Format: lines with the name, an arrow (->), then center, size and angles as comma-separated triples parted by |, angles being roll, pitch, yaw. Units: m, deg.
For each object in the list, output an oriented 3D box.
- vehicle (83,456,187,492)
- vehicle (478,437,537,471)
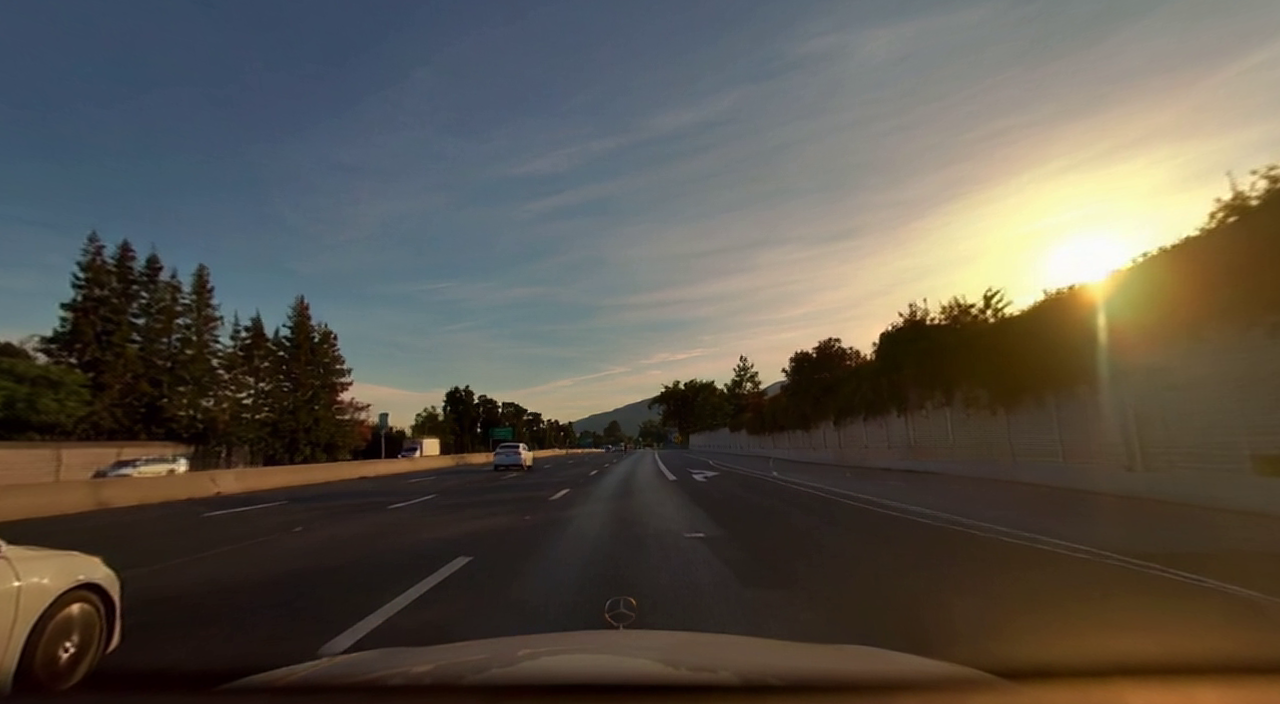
vehicle -> -27.320, 6.558, 34.417 | 1.958, 1.712, 4.643 | 0, -8, -2
vehicle -> -7.175, 5.592, 34.761 | 2.115, 1.711, 4.722 | 0, -8, 2
